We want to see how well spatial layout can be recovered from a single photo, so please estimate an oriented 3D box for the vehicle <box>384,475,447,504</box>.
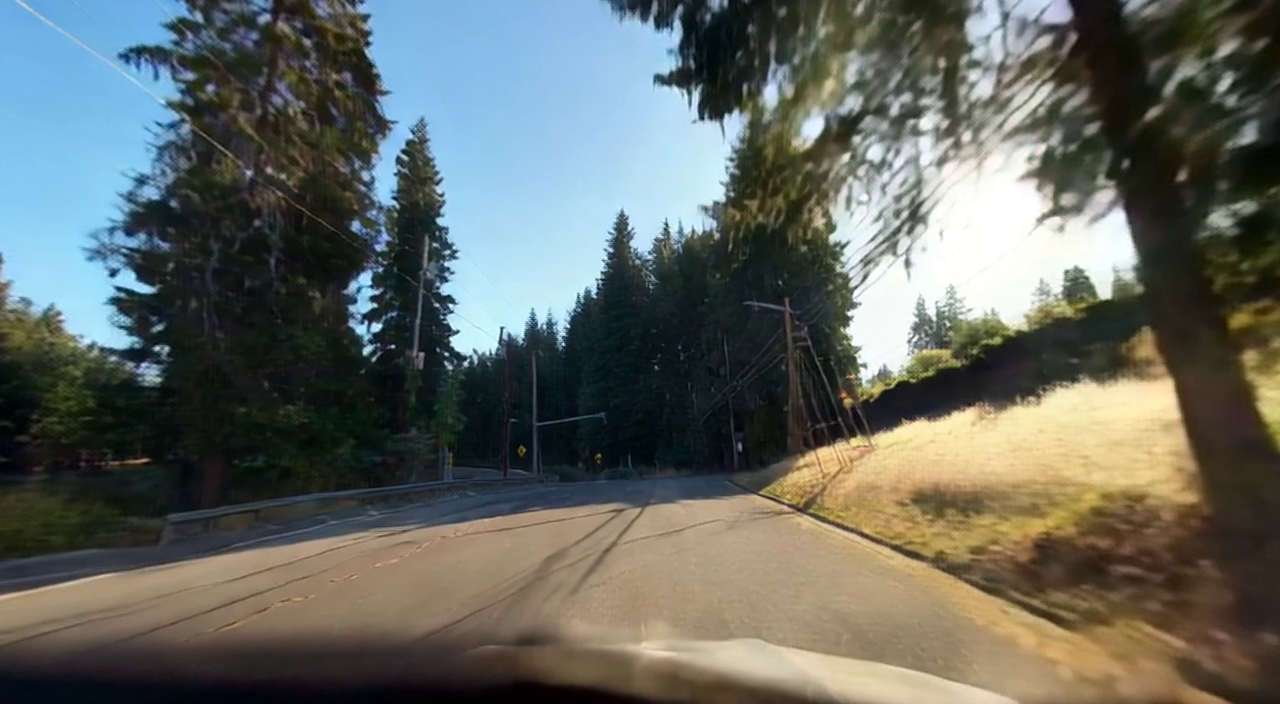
[{"bbox_3d":[-15.501,9.456,43.532,4.043,1.673,1.970,-6,-10,32],"label":"vehicle"}]
